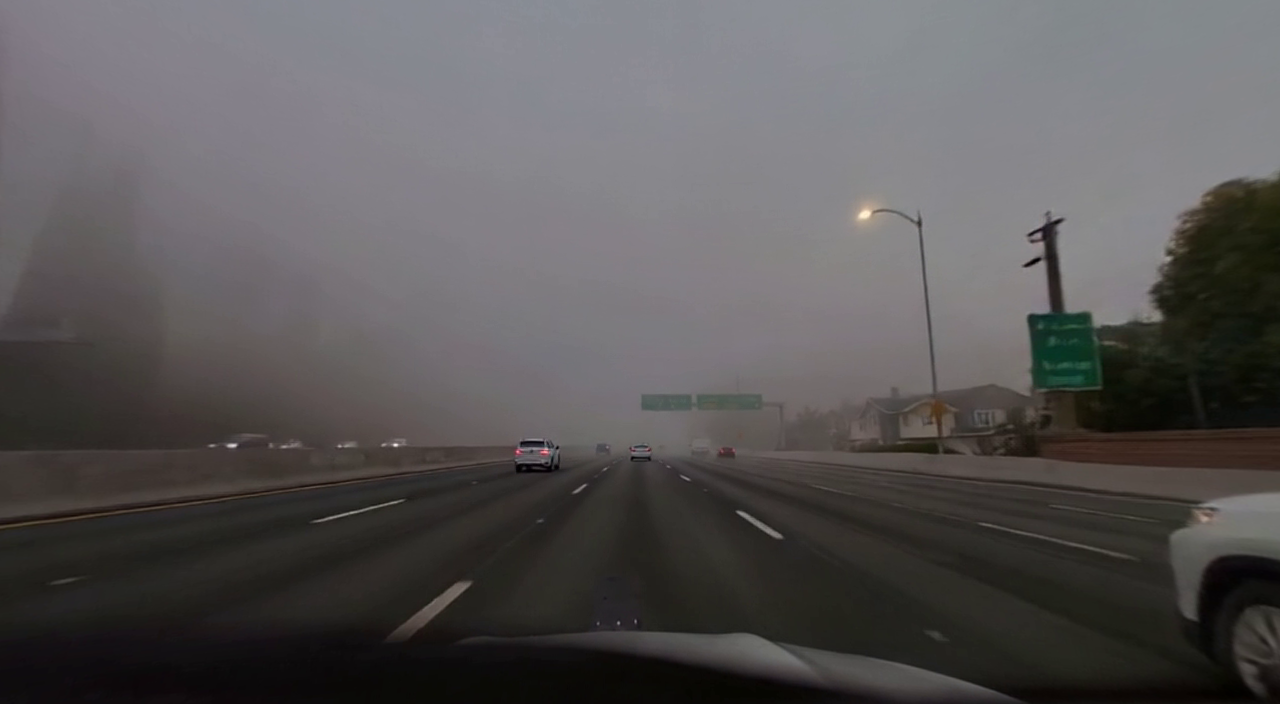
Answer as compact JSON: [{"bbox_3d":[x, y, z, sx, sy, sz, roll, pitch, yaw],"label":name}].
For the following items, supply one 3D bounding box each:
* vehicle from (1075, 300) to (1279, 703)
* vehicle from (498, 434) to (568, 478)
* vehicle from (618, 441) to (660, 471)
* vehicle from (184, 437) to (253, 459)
[{"bbox_3d":[3.640,0.505,0.772,2.463,1.851,5.122,0,-9,-1],"label":"vehicle"},{"bbox_3d":[-4.440,4.413,27.027,2.260,1.706,4.177,0,-9,0],"label":"vehicle"},{"bbox_3d":[-0.084,5.601,34.272,2.146,1.485,4.332,0,-9,-1],"label":"vehicle"},{"bbox_3d":[-32.681,7.463,49.225,1.969,1.644,4.969,1,-9,-1],"label":"vehicle"}]
